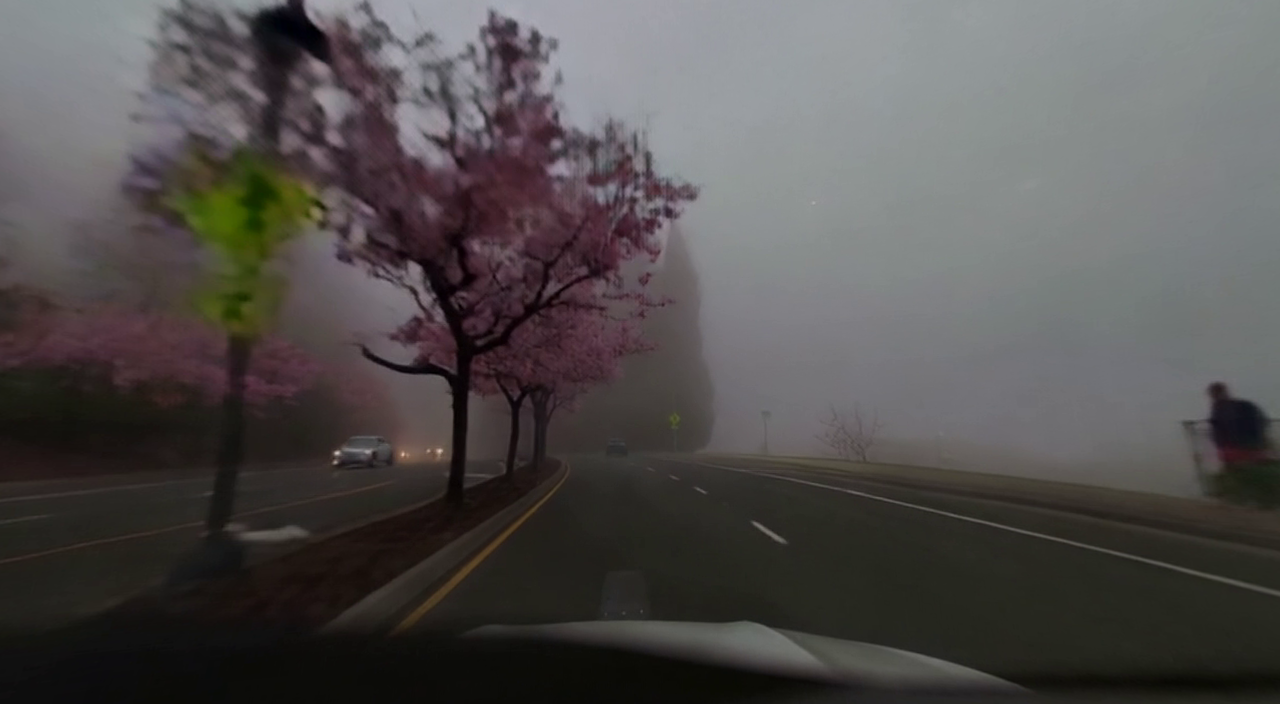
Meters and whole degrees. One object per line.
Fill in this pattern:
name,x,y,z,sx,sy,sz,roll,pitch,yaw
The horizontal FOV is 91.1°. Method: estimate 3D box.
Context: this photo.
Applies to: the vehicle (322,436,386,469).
vehicle,-15.897,5.607,35.141,1.985,1.705,4.209,1,-9,-6
